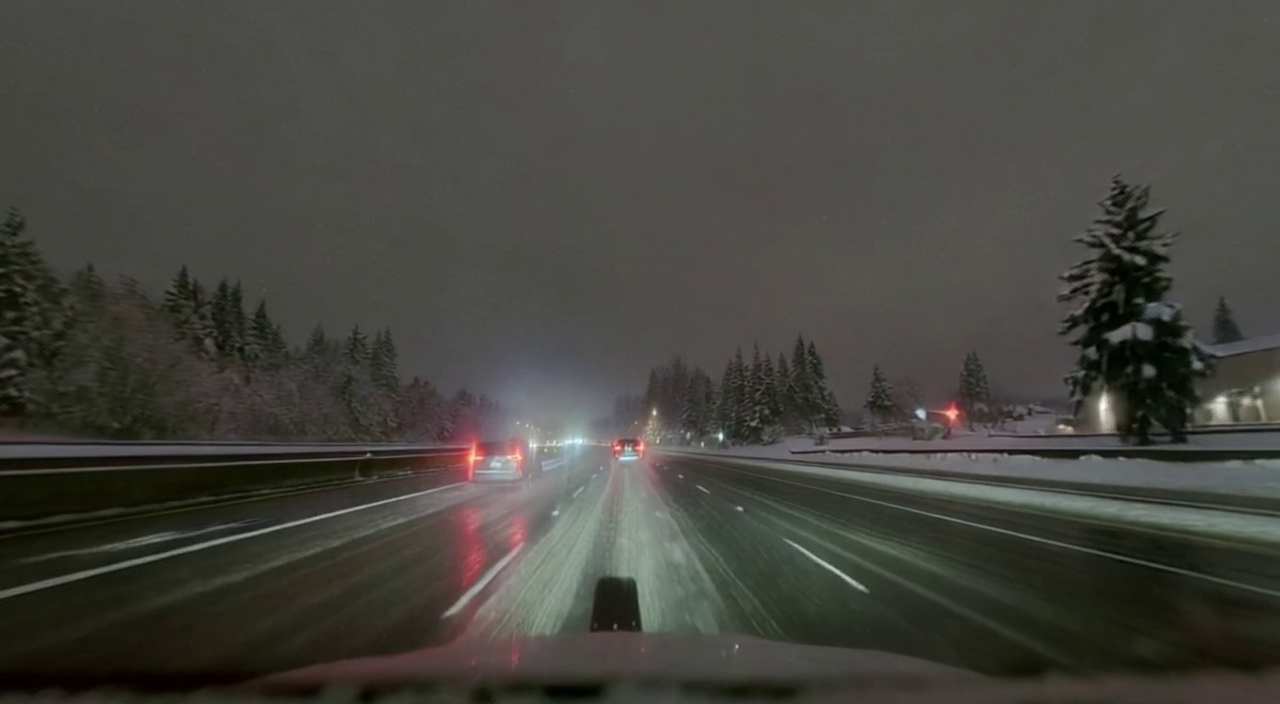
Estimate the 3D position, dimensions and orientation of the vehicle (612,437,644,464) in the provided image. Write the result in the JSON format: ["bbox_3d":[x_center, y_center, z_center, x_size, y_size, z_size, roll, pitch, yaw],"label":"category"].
[{"bbox_3d":[-0.872,7.356,47.191,2.269,1.924,4.596,0,-8,-1],"label":"vehicle"}]

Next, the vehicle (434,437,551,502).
[{"bbox_3d":[-3.954,3.235,17.968,2.140,1.574,4.946,0,-8,0],"label":"vehicle"}]
